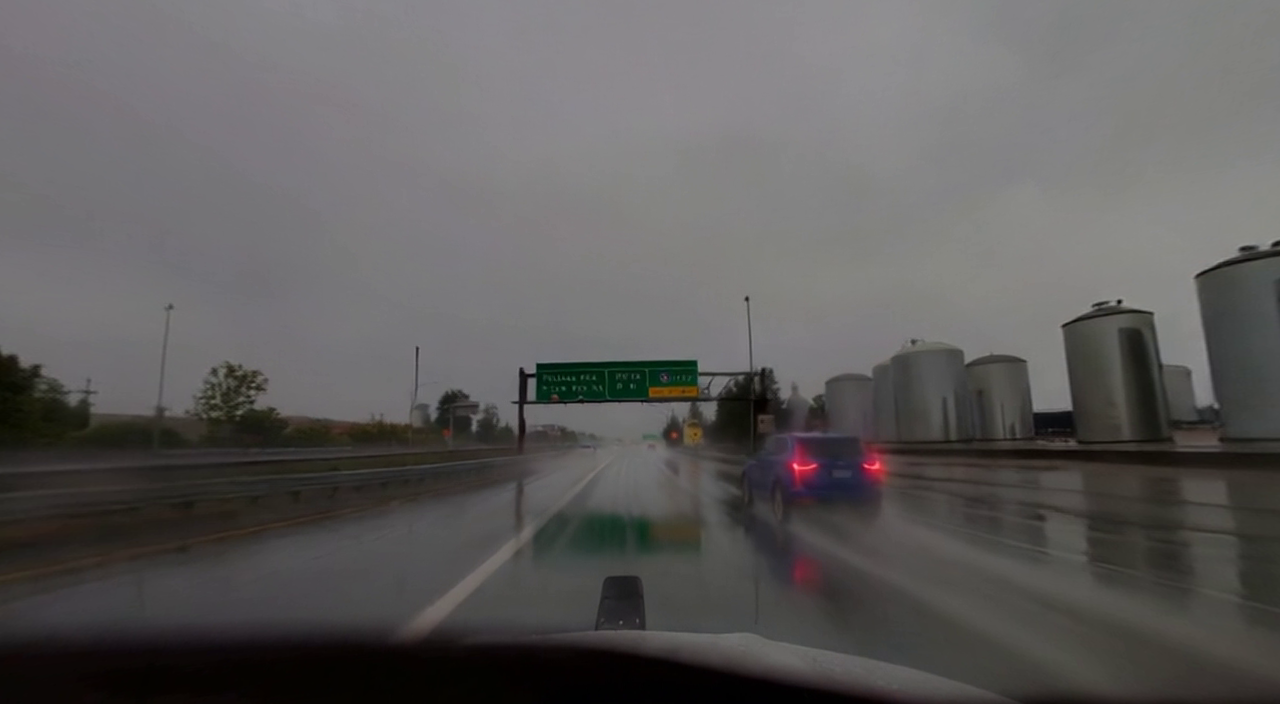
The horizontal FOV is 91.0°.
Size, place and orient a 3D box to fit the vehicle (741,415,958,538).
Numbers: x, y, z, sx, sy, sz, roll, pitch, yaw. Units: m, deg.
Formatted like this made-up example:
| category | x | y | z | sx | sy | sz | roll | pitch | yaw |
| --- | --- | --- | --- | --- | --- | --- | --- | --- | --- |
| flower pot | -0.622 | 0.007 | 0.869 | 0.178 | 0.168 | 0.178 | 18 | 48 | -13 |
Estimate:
| category | x | y | z | sx | sy | sz | roll | pitch | yaw |
| --- | --- | --- | --- | --- | --- | --- | --- | --- | --- |
| vehicle | 3.473 | 2.208 | 11.795 | 2.296 | 1.790 | 5.067 | 0 | -9 | 0 |

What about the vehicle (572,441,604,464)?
| category | x | y | z | sx | sy | sz | roll | pitch | yaw |
| --- | --- | --- | --- | --- | --- | --- | --- | --- | --- |
| vehicle | -3.804 | 7.448 | 46.811 | 2.012 | 1.571 | 4.232 | 0 | -9 | 0 |
